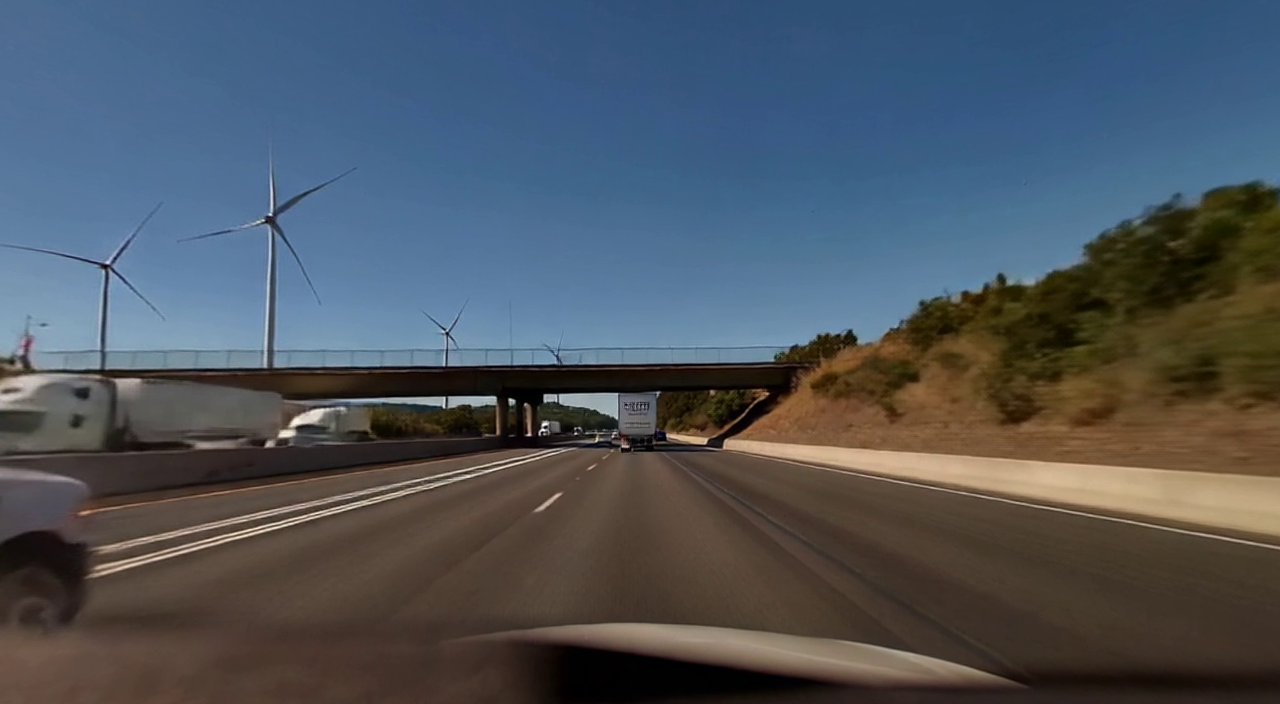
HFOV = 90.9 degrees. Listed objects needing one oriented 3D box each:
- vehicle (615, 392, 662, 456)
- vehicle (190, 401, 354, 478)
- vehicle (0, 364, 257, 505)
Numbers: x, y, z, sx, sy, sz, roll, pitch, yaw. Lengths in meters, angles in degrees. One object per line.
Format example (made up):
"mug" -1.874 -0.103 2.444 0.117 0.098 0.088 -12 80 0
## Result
"vehicle" -0.242 5.391 45.787 2.906 3.990 12.551 0 -8 -1
"vehicle" -16.770 4.088 29.658 2.855 3.104 8.039 0 -8 0
"vehicle" -16.586 2.623 20.048 2.928 3.408 9.523 0 -8 -1
